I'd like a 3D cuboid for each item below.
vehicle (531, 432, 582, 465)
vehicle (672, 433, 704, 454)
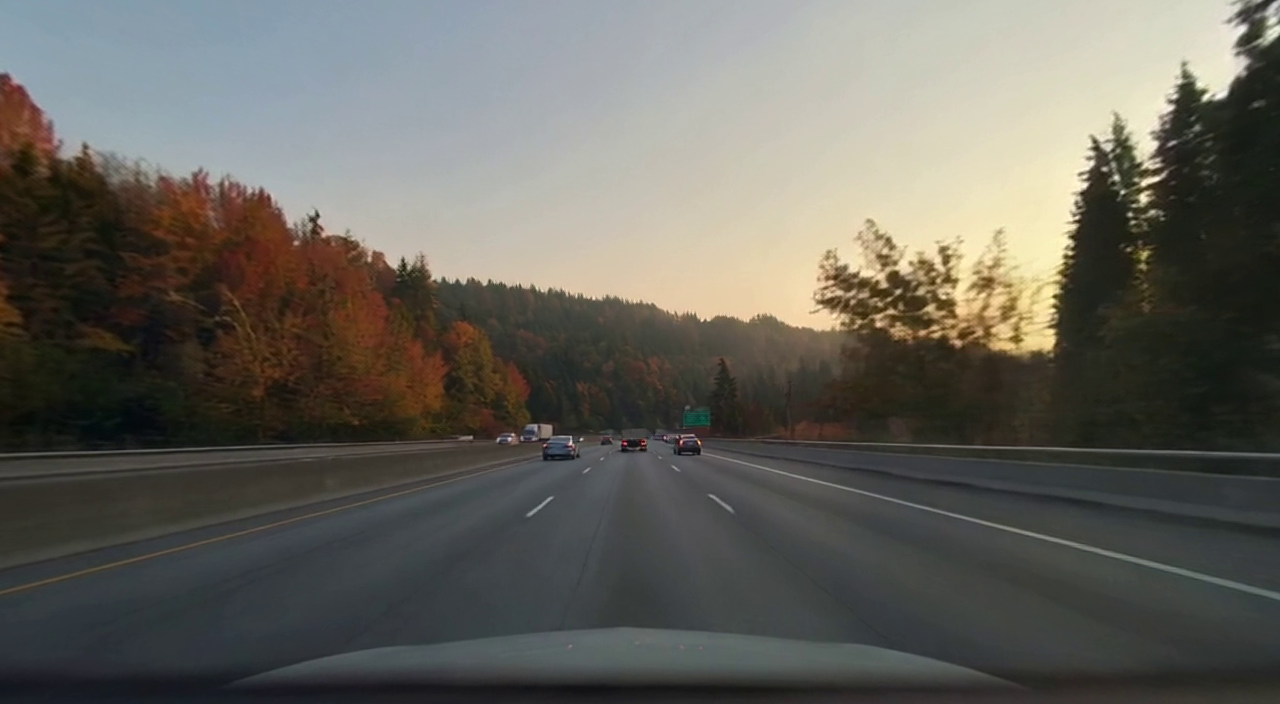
[{"bbox_3d":[-3.980,4.684,30.659,2.027,1.501,3.920,0,-8,-1],"label":"vehicle"},{"bbox_3d":[3.491,6.781,46.608,1.882,1.492,3.958,0,-8,-3],"label":"vehicle"}]
